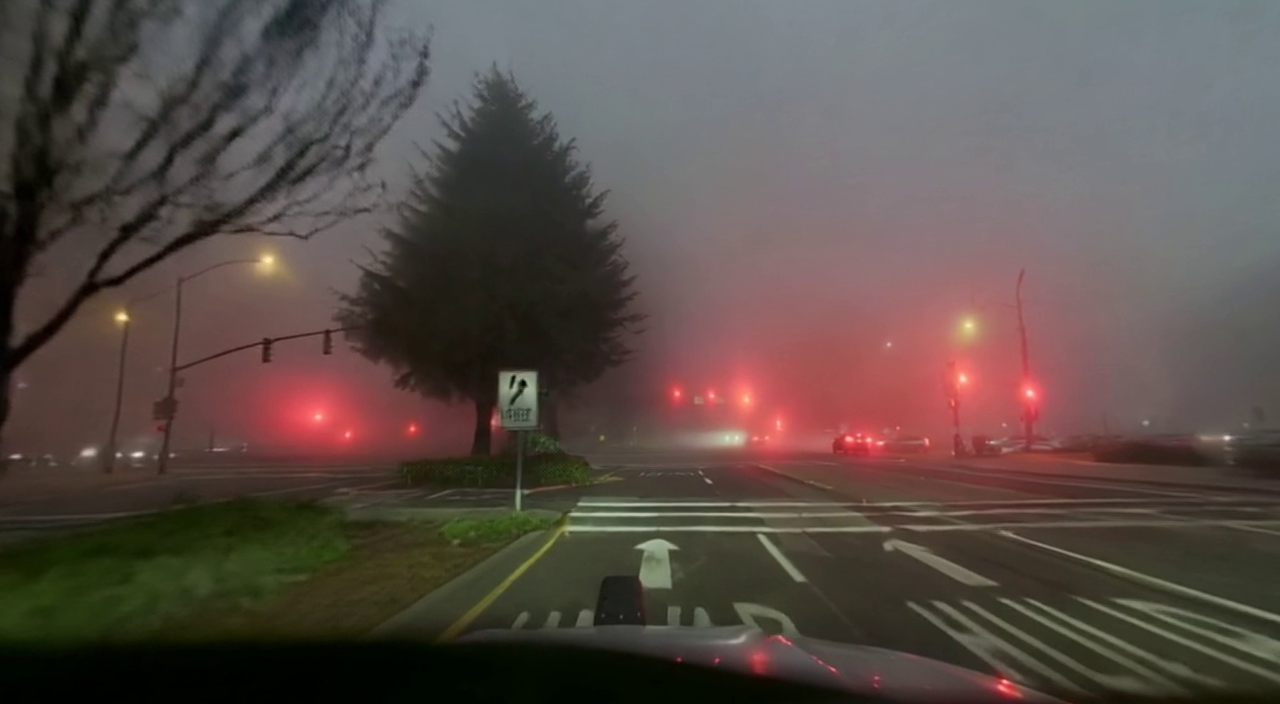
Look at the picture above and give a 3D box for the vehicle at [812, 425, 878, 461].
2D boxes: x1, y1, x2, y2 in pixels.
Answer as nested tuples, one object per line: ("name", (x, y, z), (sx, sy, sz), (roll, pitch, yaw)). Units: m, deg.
("vehicle", (11.364, 5.105, 35.366), (2.156, 1.881, 4.743), (0, -8, 1))
